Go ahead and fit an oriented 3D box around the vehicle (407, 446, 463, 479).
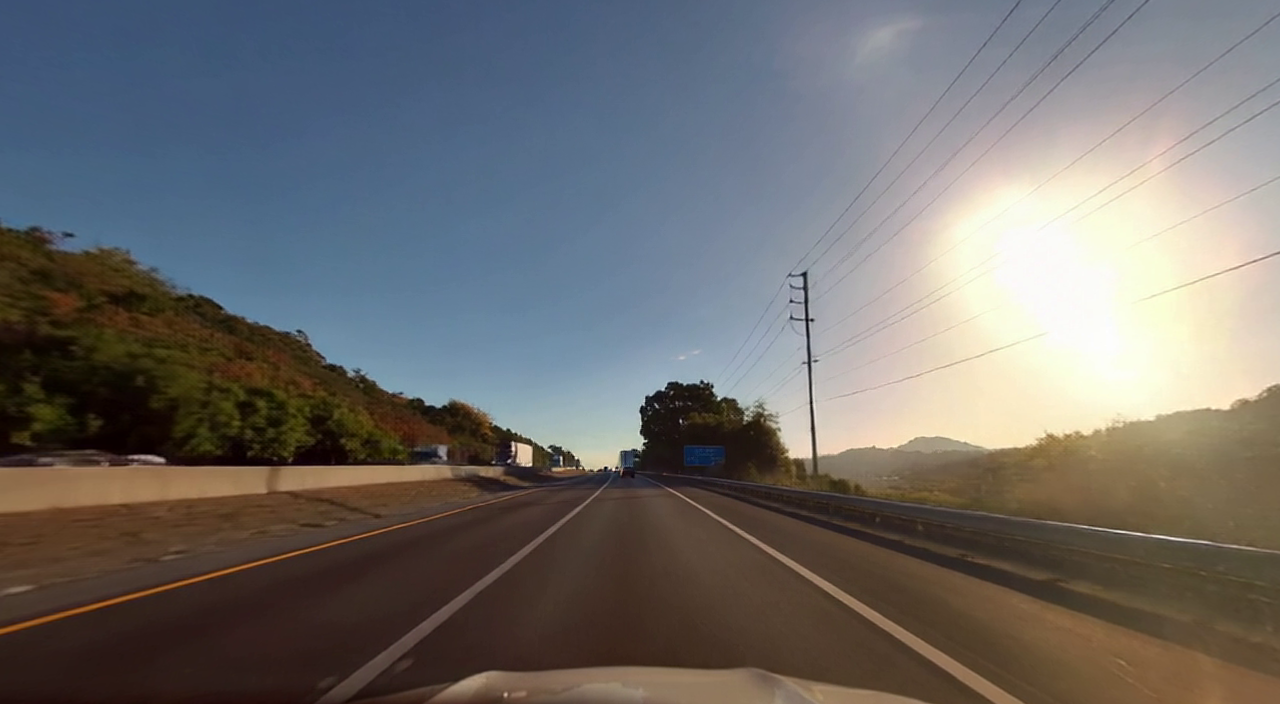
[{"bbox_3d":[-15.167,8.289,47.045,2.198,2.227,5.741,1,-10,0],"label":"vehicle"}]
